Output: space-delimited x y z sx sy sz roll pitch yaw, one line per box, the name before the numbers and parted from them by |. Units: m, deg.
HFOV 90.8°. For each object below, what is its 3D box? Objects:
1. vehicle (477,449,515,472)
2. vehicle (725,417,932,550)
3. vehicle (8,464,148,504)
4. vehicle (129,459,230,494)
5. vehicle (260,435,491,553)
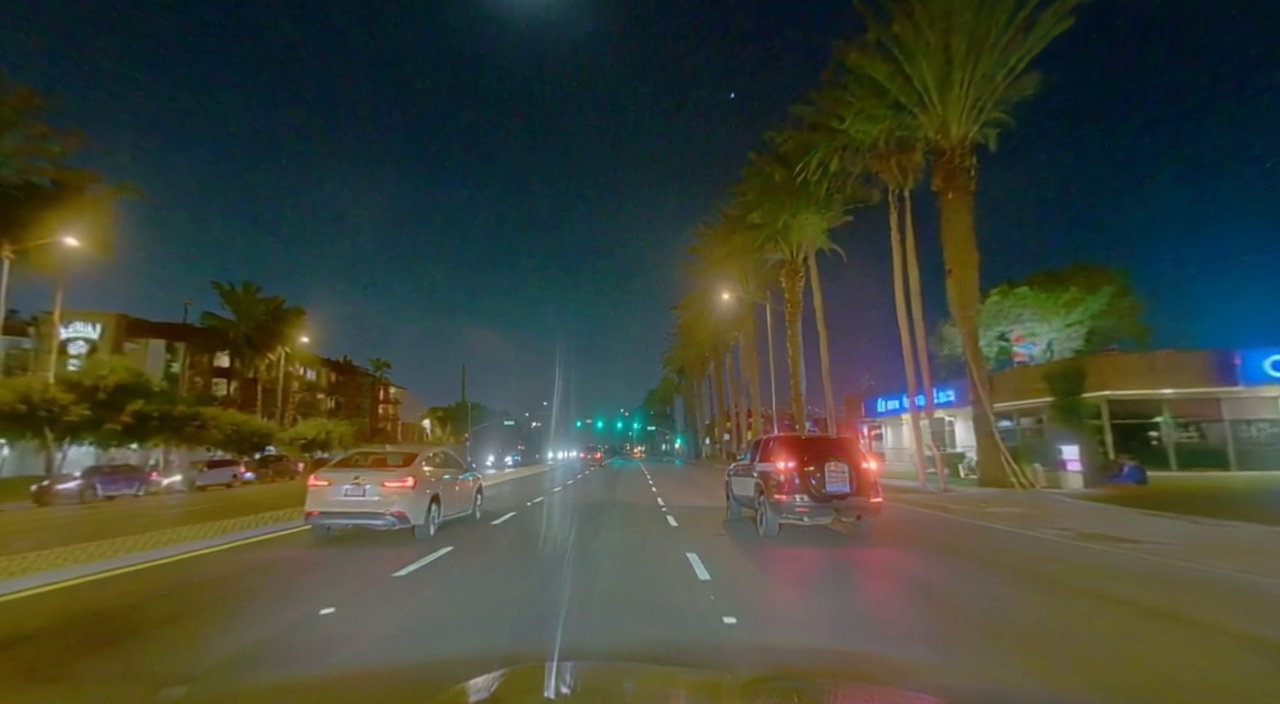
vehicle | -9.997 7.519 44.142 1.970 1.482 4.778 1 -9 -5
vehicle | 2.750 2.050 10.434 1.982 1.711 4.276 0 -9 -2
vehicle | -23.565 5.518 26.763 1.876 1.459 4.411 0 -9 0
vehicle | -23.513 6.361 32.500 1.926 1.483 4.349 -2 -9 0
vehicle | -3.902 2.153 10.235 2.034 1.498 3.995 0 -9 -1
